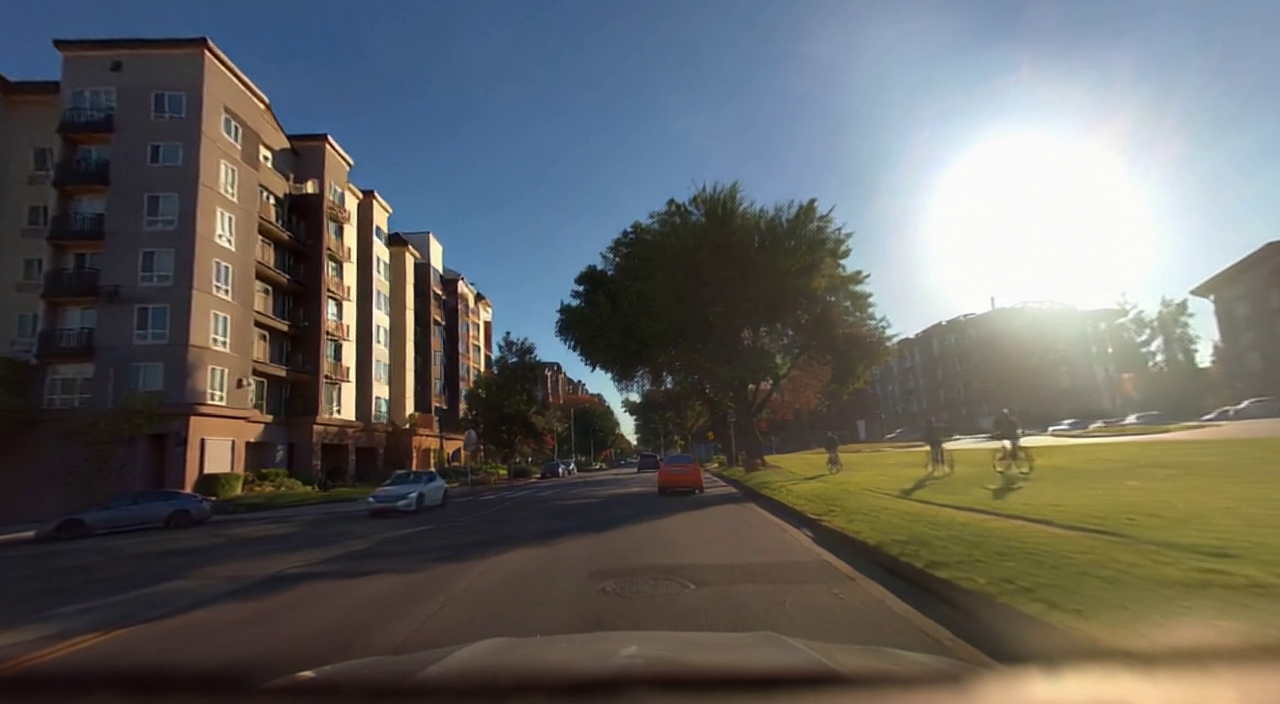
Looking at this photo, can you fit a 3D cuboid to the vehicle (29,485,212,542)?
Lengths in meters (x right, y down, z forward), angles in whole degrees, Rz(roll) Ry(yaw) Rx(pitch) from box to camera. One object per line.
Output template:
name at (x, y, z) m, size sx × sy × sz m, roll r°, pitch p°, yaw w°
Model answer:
vehicle at (-17.784, 5.445, 21.724) m, size 4.607 × 1.409 × 2.116 m, roll 7°, pitch -12°, yaw -43°

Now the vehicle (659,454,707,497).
vehicle at (1.515, 4.386, 22.597) m, size 1.559 × 1.351 × 2.452 m, roll -3°, pitch -9°, yaw 3°
